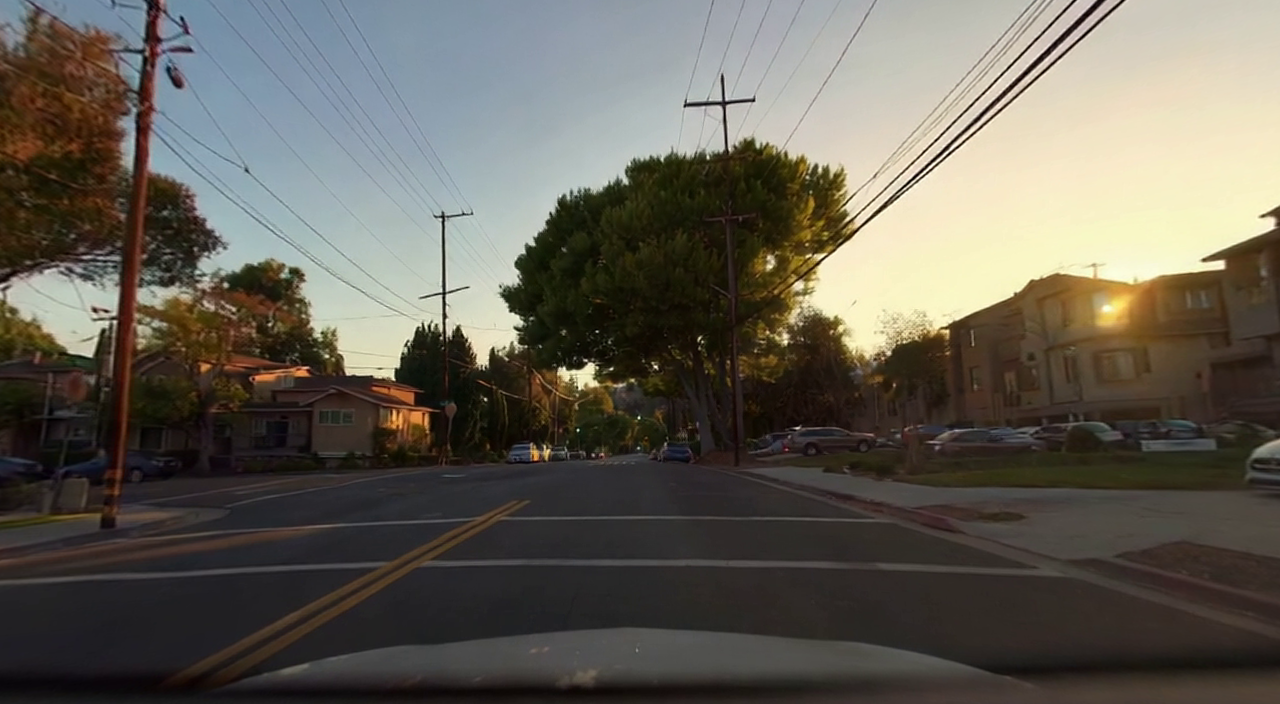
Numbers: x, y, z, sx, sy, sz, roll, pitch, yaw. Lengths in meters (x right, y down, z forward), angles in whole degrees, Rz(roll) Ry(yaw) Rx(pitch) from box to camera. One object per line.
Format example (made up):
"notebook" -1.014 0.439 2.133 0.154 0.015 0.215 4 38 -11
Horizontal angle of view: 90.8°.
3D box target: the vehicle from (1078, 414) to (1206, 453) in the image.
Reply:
"vehicle" 22.394 3.680 28.289 4.002 1.505 2.061 -1 -10 -5

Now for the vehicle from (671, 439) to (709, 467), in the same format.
"vehicle" 3.246 6.694 42.049 1.993 1.755 4.256 0 -8 -2

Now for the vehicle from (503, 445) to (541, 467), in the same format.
"vehicle" -8.540 7.533 46.098 2.066 1.472 4.353 0 -8 -1

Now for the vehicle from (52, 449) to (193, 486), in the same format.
"vehicle" -22.254 4.970 27.315 4.424 1.486 1.814 0 -8 -2

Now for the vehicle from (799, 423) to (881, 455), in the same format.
"vehicle" 11.222 4.900 35.411 4.509 1.664 1.981 5 -10 -35
